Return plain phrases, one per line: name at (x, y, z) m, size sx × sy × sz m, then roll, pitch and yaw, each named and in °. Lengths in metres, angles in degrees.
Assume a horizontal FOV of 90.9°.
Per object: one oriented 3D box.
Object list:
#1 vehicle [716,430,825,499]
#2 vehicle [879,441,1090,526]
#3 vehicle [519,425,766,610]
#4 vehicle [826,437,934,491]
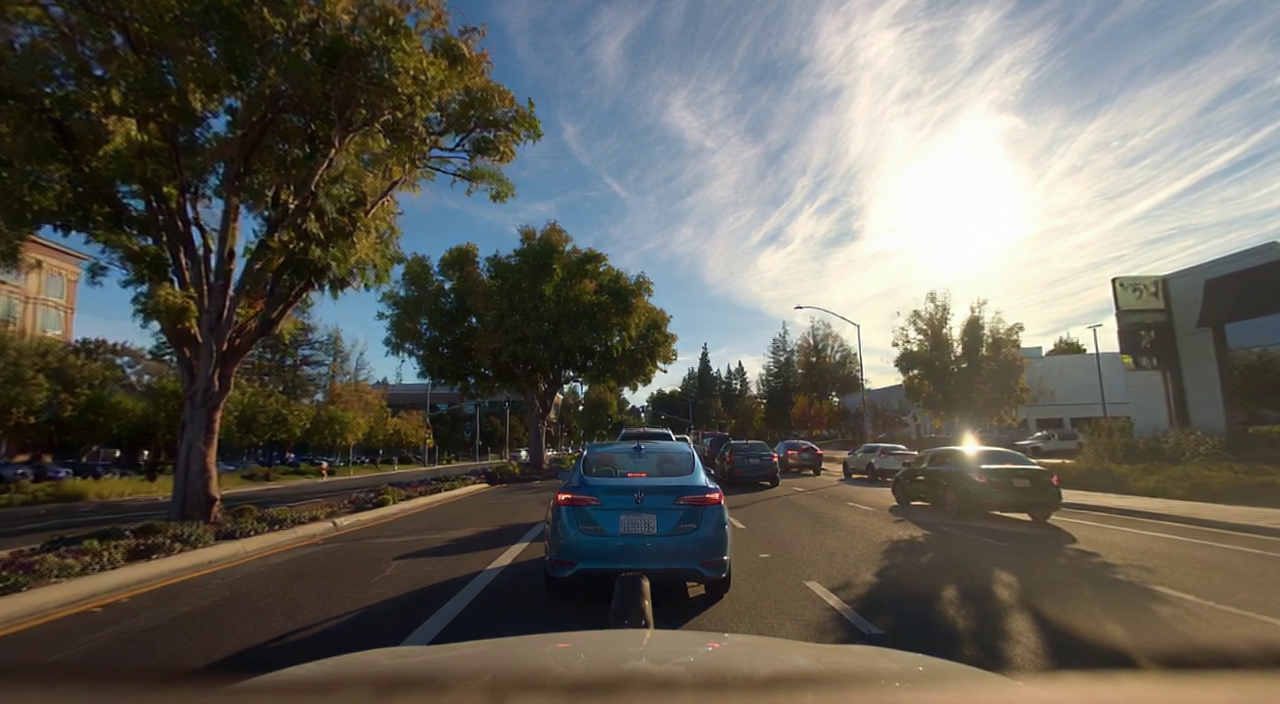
vehicle at (3.625, 3.229, 18.485) m, size 2.114 × 1.736 × 4.553 m, roll 0°, pitch -8°, yaw -1°
vehicle at (6.869, 2.626, 13.255) m, size 1.911 × 1.468 × 4.417 m, roll 0°, pitch -8°, yaw 0°
vehicle at (-0.015, 1.653, 7.319) m, size 1.977 × 1.465 × 4.376 m, roll 0°, pitch -8°, yaw -1°
vehicle at (7.968, 3.739, 21.425) m, size 1.963 × 1.637 × 4.527 m, roll 0°, pitch -8°, yaw 1°
